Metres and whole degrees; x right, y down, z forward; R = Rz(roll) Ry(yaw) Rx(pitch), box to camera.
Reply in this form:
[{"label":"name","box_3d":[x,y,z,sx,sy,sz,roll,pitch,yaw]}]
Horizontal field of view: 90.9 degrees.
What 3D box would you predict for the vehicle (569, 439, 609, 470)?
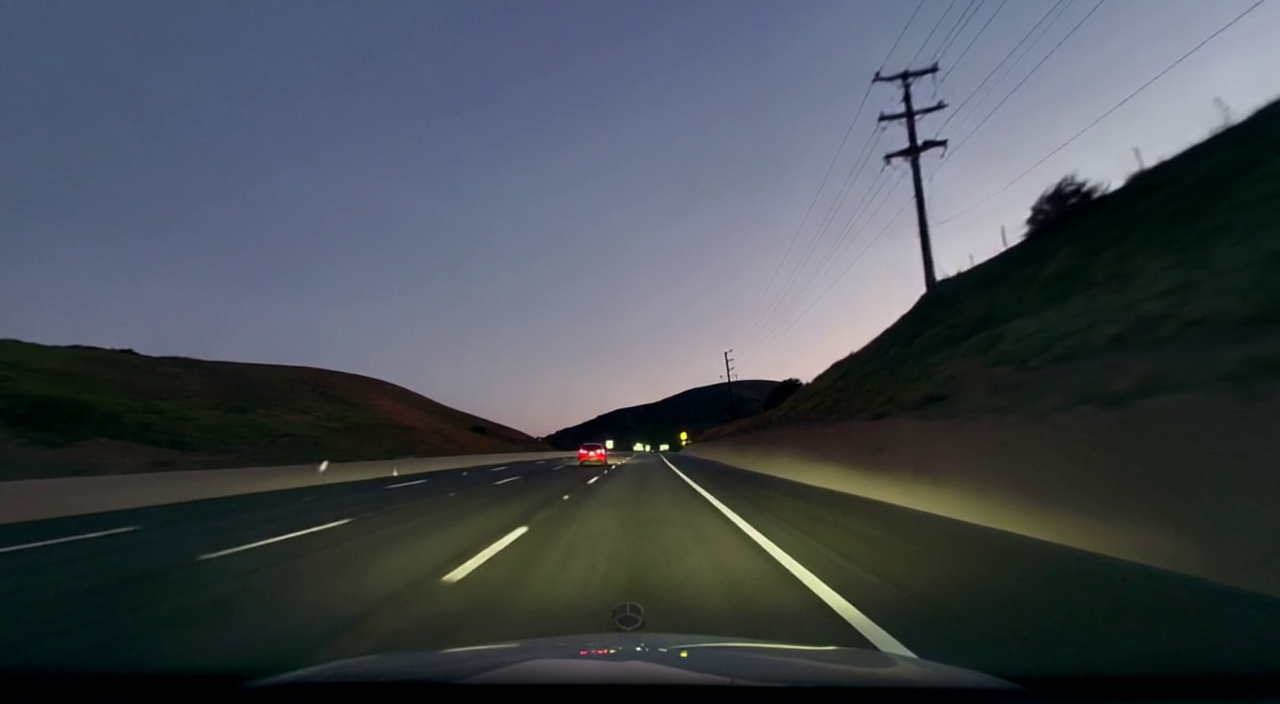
[{"label":"vehicle","box_3d":[-3.226,6.588,40.764,2.136,1.845,4.515,0,-8,1]}]
